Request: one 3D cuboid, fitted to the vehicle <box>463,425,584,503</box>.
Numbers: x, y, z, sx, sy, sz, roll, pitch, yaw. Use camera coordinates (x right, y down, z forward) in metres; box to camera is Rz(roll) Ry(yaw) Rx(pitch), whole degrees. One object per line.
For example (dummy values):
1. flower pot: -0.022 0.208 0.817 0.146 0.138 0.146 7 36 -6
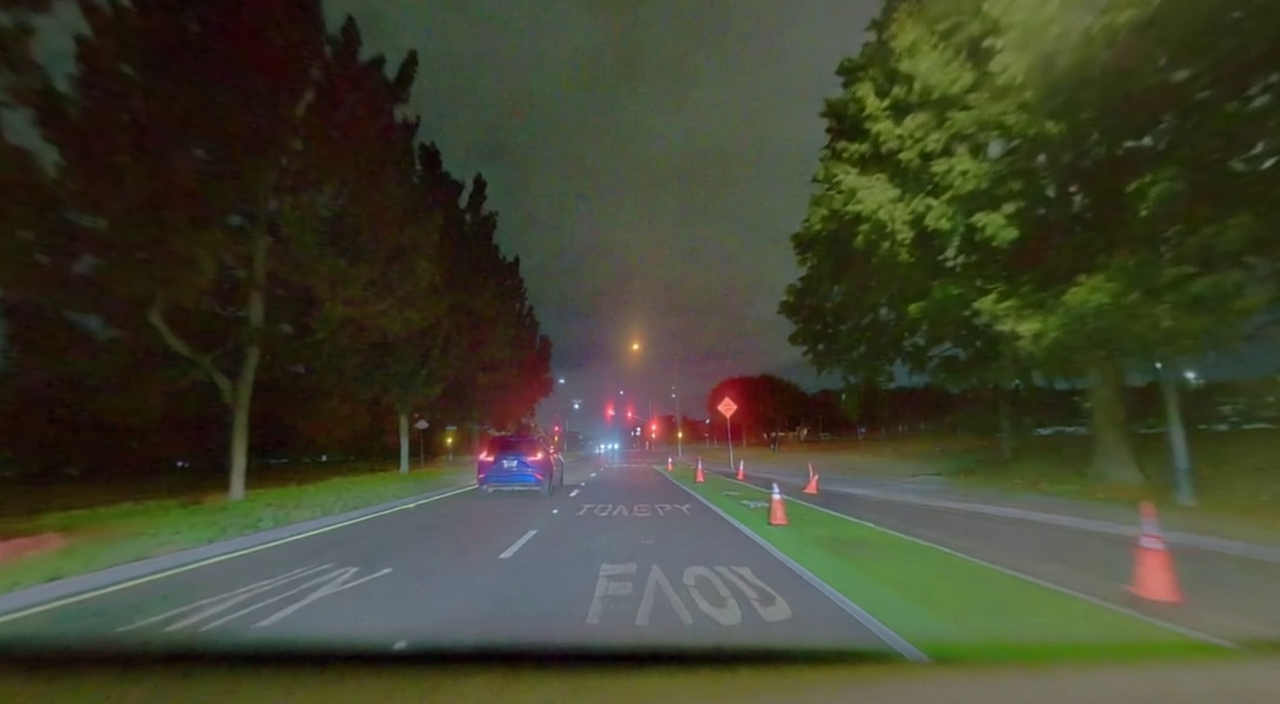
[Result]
1. vehicle: -2.940 2.973 17.127 2.339 1.790 4.629 0 -9 1
